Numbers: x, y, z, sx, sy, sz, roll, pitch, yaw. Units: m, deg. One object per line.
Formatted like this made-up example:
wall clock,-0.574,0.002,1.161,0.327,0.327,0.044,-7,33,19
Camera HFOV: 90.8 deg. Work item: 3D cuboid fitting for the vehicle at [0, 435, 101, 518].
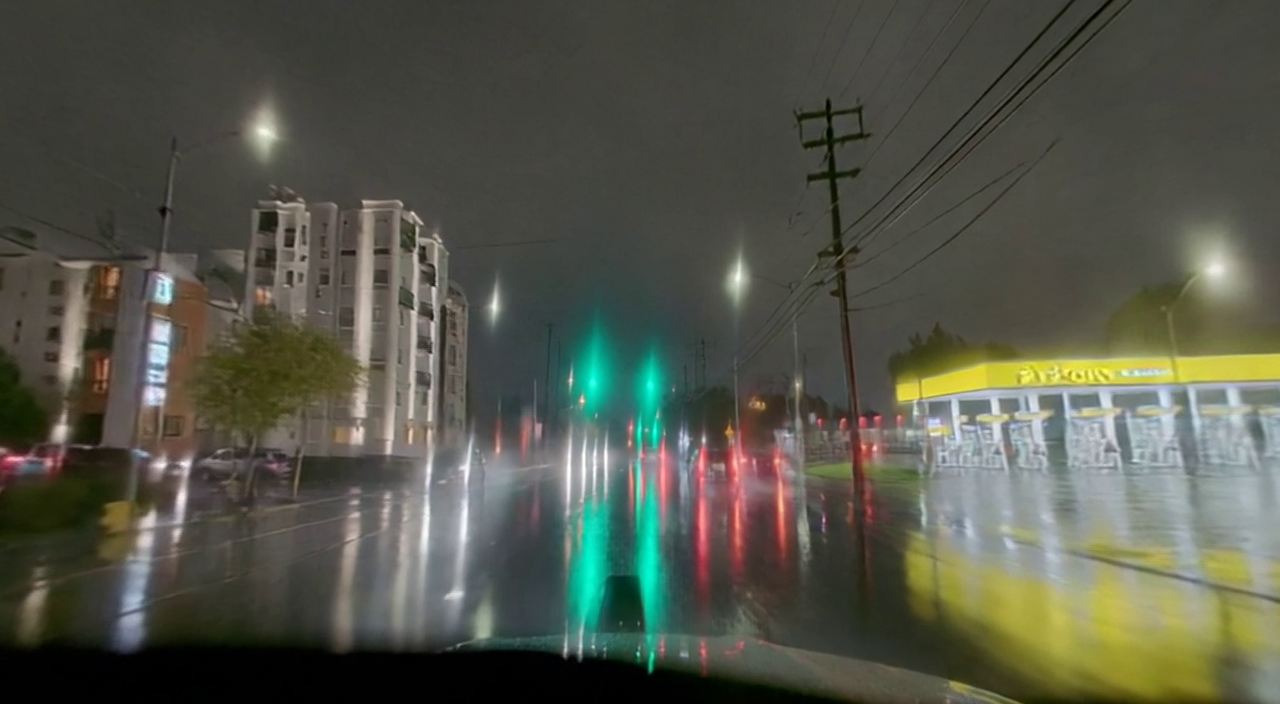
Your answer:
vehicle,-17.606,3.329,16.921,4.591,1.852,2.241,-3,-3,5

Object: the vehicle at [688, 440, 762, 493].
vehicle,2.889,3.972,22.308,1.945,1.647,4.160,0,-8,-1

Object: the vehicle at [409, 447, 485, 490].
vehicle,-8.808,5.301,29.218,2.000,1.796,4.529,0,-8,1

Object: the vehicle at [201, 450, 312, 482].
vehicle,-18.436,5.479,30.514,4.182,1.486,1.808,0,-8,1

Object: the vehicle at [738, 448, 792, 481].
vehicle,6.240,5.632,32.006,1.914,1.513,4.474,0,-8,1

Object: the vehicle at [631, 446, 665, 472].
vehicle,0.553,6.642,39.329,1.999,1.487,3.939,-1,-8,2
